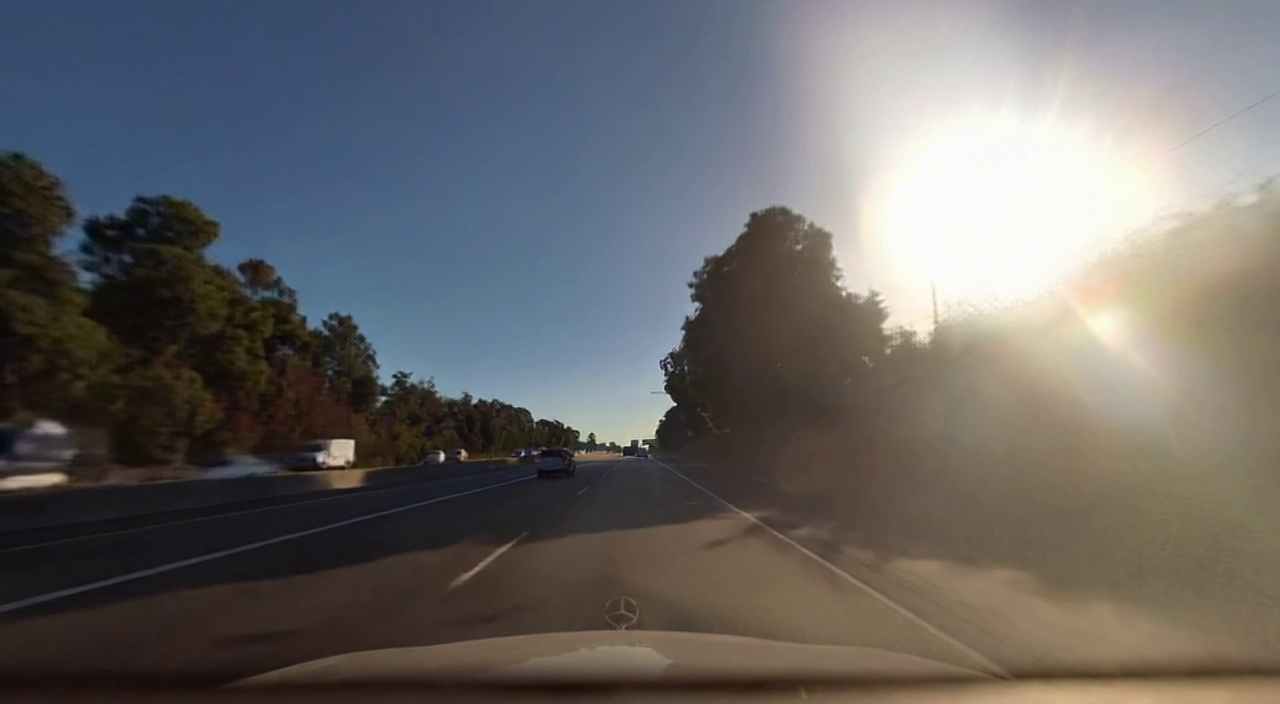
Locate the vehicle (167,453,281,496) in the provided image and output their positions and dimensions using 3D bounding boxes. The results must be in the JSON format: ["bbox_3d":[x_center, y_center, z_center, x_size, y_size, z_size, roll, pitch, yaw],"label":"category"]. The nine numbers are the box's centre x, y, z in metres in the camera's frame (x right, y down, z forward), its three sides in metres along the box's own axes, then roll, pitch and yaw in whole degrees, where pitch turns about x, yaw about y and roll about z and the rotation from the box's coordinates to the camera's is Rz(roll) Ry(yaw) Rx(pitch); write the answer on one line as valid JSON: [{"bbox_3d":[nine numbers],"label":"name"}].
[{"bbox_3d":[-15.747,4.635,24.007,1.747,1.445,3.820,0,-9,0],"label":"vehicle"}]

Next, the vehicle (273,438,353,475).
[{"bbox_3d":[-23.598,7.537,45.581,2.328,2.459,6.171,-1,-9,1],"label":"vehicle"}]

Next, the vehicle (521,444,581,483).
[{"bbox_3d":[-3.702,4.719,26.787,1.933,1.497,3.973,0,-9,1],"label":"vehicle"}]
